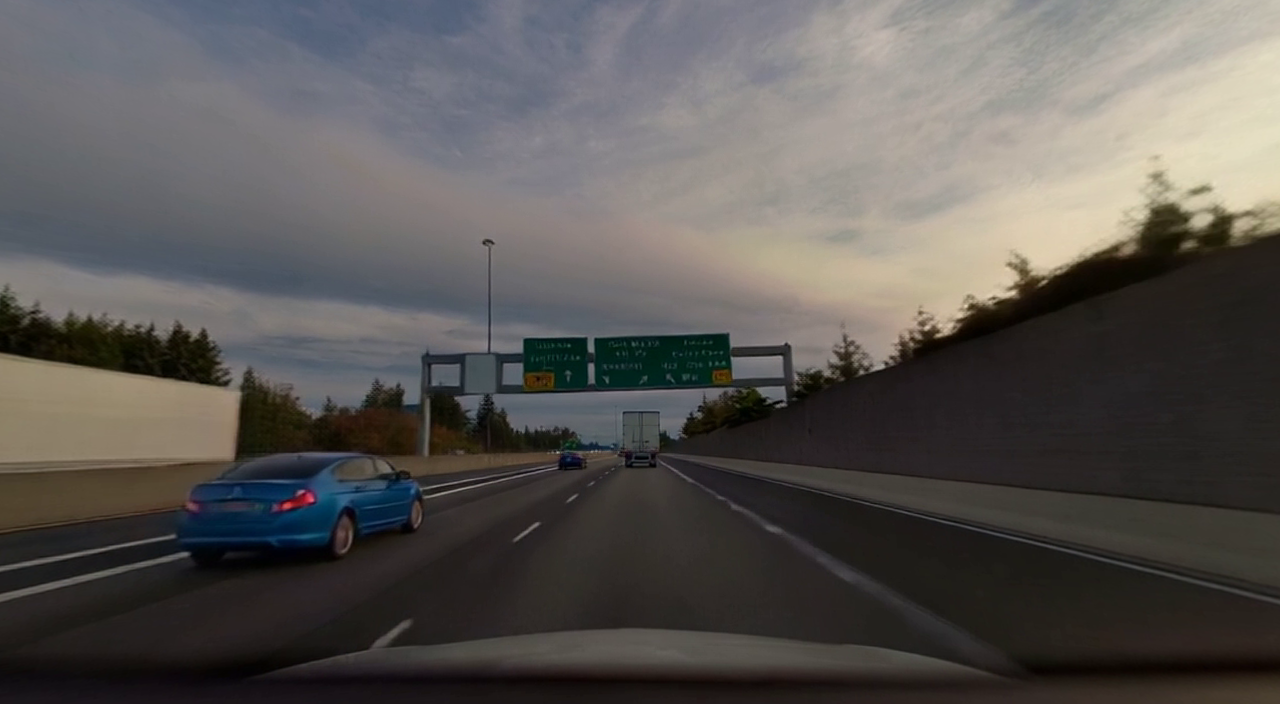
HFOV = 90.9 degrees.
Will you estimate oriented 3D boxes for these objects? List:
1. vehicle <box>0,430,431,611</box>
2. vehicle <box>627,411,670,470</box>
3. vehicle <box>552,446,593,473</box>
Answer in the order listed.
[{"bbox_3d":[-4.323,1.749,7.618,1.977,1.478,4.702,0,-9,0],"label":"vehicle"},{"bbox_3d":[0.596,6.811,48.169,2.980,4.051,10.359,0,-9,0],"label":"vehicle"},{"bbox_3d":[-4.023,6.502,38.277,1.974,1.531,4.429,0,-9,0],"label":"vehicle"}]
